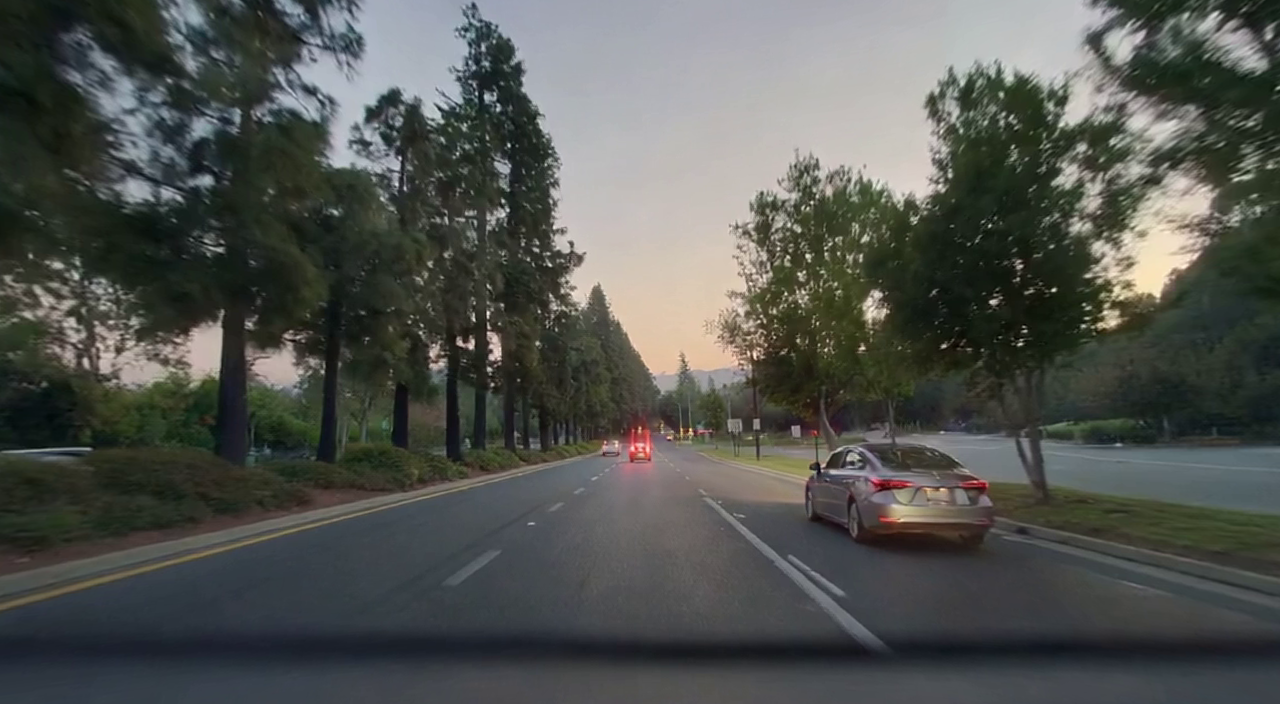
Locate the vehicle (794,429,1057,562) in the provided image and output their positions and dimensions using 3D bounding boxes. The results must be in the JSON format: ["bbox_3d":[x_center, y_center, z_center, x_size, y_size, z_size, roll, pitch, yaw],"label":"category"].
[{"bbox_3d":[3.850,1.993,9.493,1.913,1.516,4.322,0,-8,0],"label":"vehicle"}]

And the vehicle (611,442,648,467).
[{"bbox_3d":[-0.620,6.696,41.209,2.095,1.548,4.264,-1,-8,3],"label":"vehicle"}]

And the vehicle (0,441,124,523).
[{"bbox_3d":[-14.422,2.846,13.935,2.010,1.688,4.514,0,-8,0],"label":"vehicle"}]
